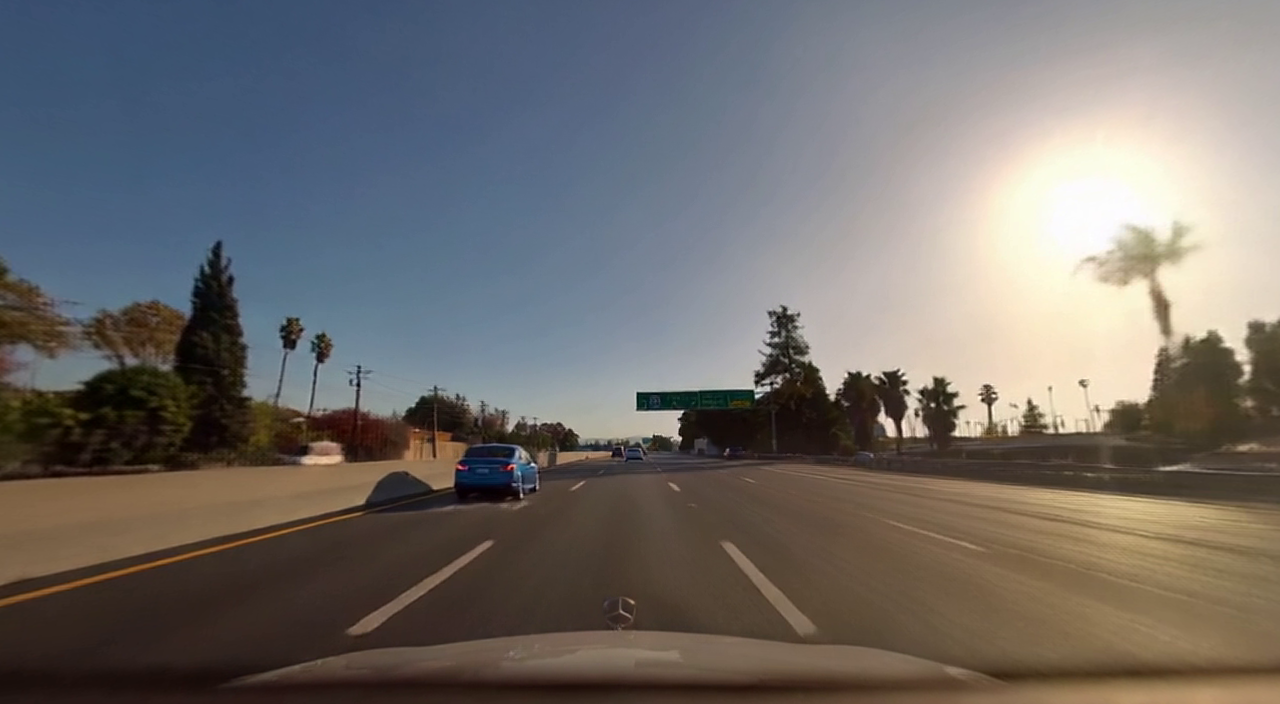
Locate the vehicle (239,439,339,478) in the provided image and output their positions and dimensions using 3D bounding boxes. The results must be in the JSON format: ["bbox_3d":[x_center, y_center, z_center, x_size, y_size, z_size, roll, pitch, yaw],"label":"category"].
[{"bbox_3d":[-17.313,5.269,31.503,2.228,1.795,4.910,0,-9,-1],"label":"vehicle"}]

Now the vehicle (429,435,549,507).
[{"bbox_3d":[-3.746,3.041,16.639,1.996,1.617,4.637,0,-9,0],"label":"vehicle"}]
